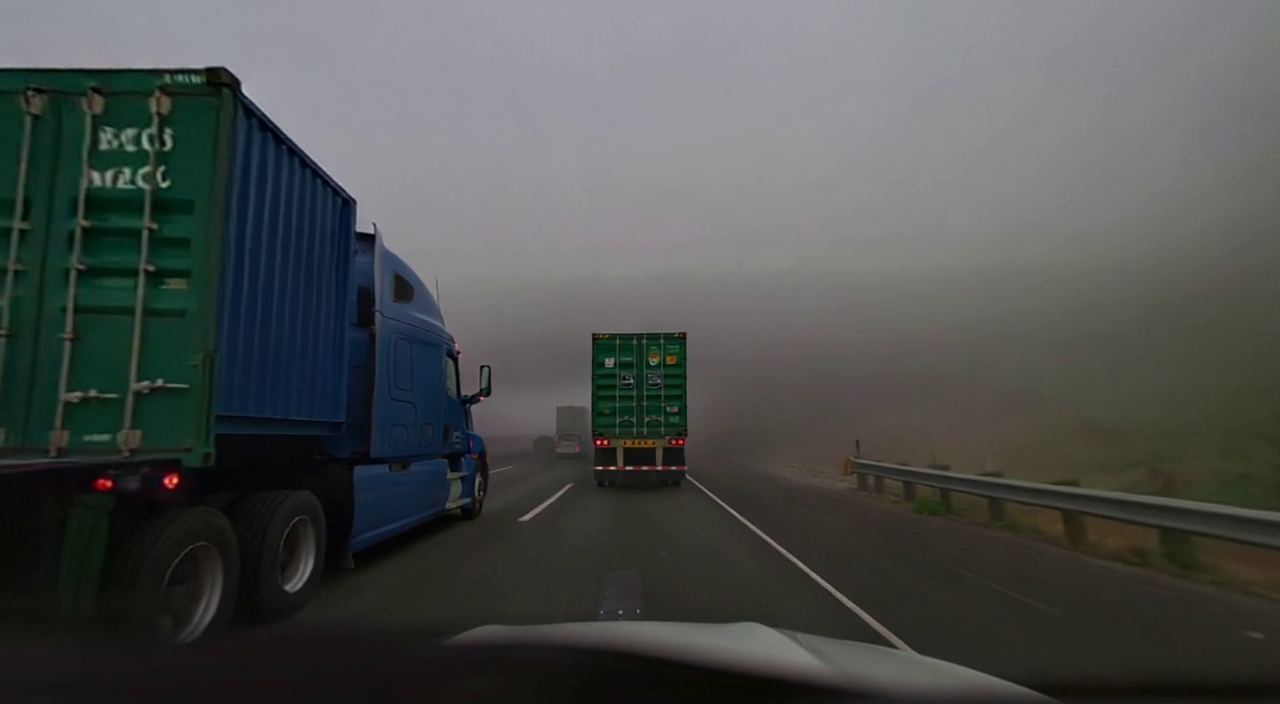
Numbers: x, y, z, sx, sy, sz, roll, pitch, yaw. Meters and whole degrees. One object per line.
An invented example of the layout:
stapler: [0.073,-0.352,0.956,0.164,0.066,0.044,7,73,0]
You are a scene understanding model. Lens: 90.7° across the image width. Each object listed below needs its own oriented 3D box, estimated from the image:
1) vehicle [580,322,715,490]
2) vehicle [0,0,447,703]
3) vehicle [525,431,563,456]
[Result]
vehicle: [0.116,1.866,19.656,3.357,4.212,7.519,0,-9,-1]
vehicle: [-3.652,-0.580,0.280,2.873,4.198,13.317,0,-9,0]
vehicle: [-7.159,6.894,47.618,2.163,1.772,4.244,0,-9,1]
